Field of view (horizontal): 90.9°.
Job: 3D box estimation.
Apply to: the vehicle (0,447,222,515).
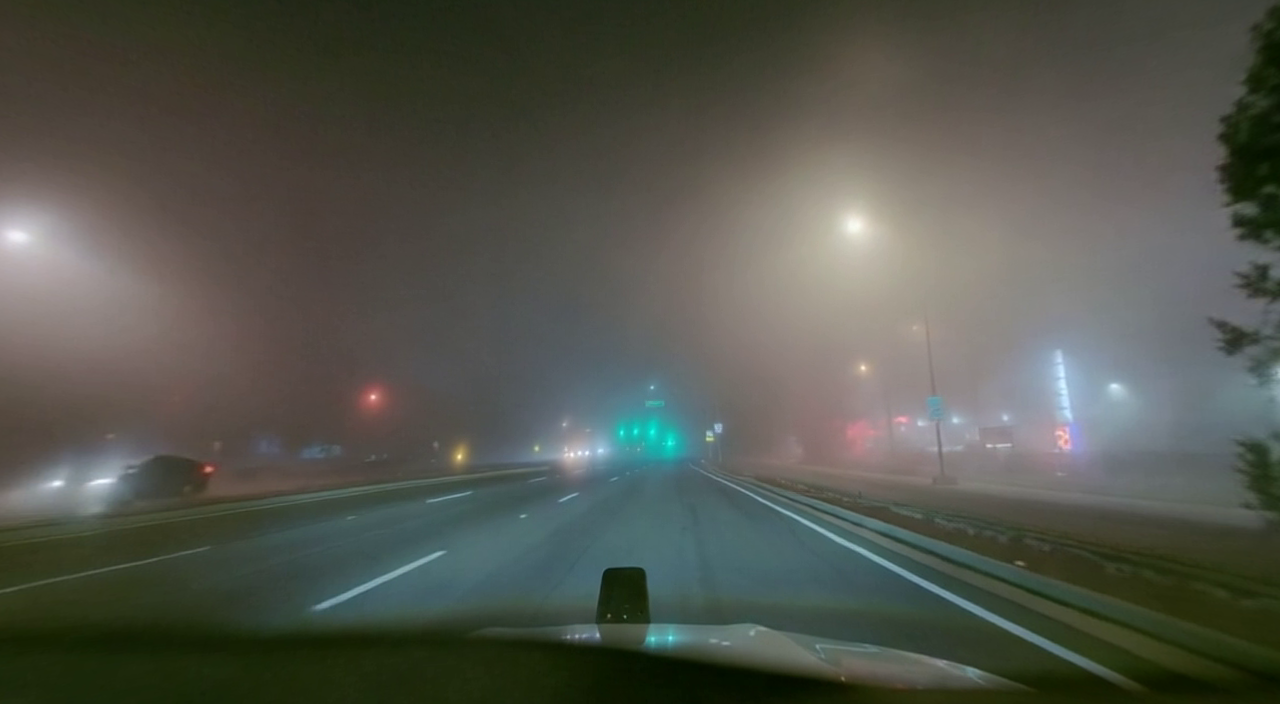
[{"bbox_3d":[-13.430,3.175,16.126,2.240,1.452,4.518,0,-8,3],"label":"vehicle"}]
